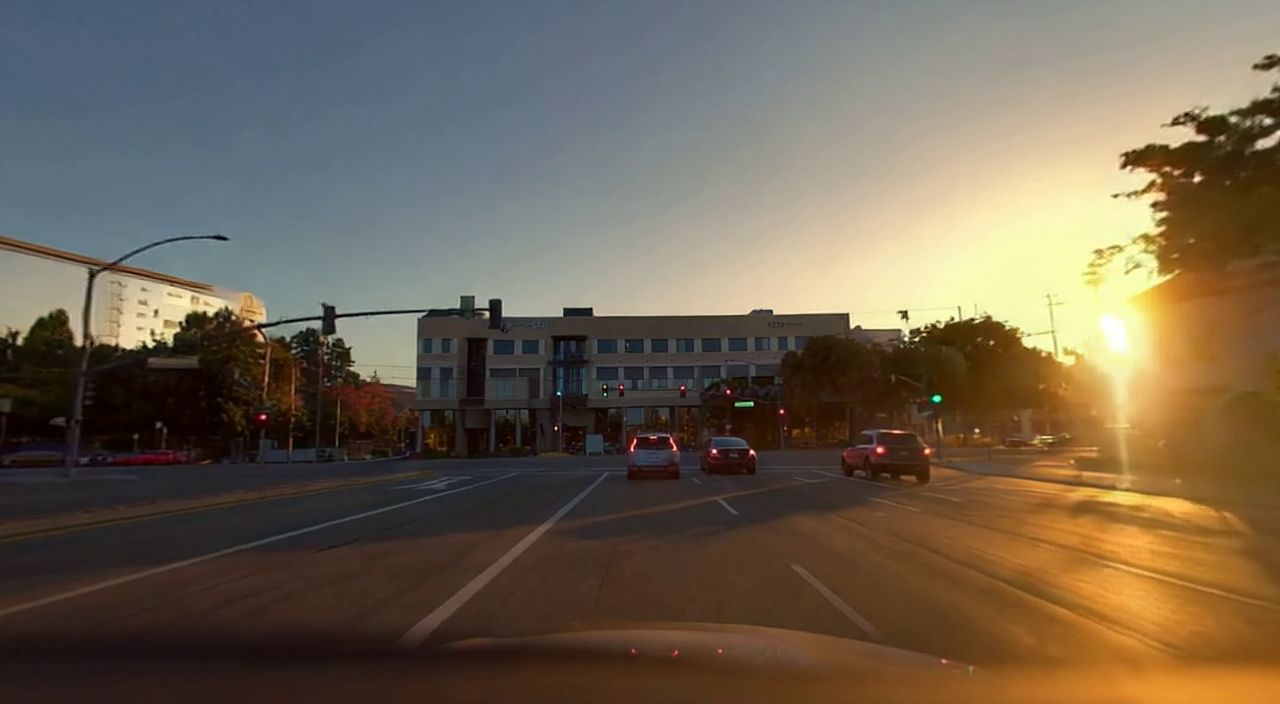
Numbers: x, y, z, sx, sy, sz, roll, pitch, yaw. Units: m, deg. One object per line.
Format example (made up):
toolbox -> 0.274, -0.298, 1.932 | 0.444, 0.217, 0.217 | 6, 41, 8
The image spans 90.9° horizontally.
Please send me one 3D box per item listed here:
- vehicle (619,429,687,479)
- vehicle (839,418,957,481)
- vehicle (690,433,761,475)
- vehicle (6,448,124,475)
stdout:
vehicle -> 0.405, 3.510, 21.851 | 2.099, 1.516, 4.681 | 0, -8, 0
vehicle -> 8.644, 3.330, 21.719 | 2.132, 1.892, 4.851 | -1, -8, 2
vehicle -> 3.157, 3.870, 24.045 | 1.994, 1.436, 4.169 | 0, -8, -2
vehicle -> -32.478, 6.183, 35.733 | 4.448, 1.422, 1.890 | 2, -9, -13
